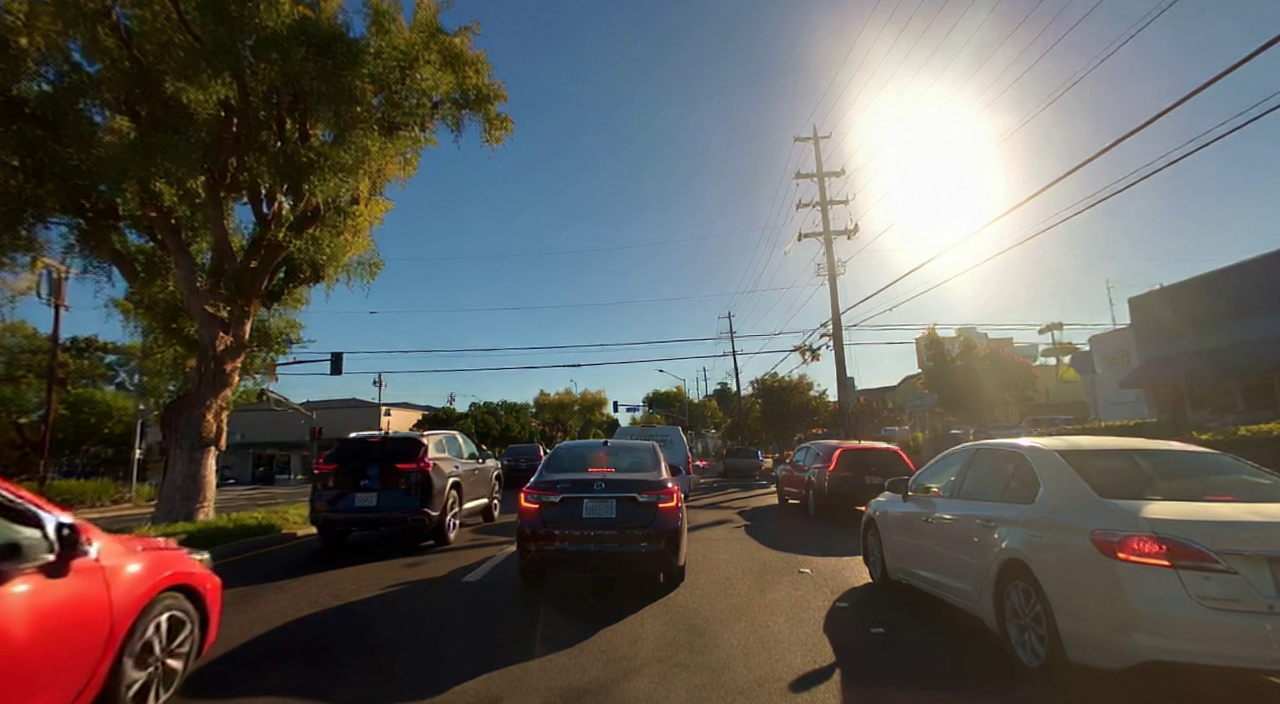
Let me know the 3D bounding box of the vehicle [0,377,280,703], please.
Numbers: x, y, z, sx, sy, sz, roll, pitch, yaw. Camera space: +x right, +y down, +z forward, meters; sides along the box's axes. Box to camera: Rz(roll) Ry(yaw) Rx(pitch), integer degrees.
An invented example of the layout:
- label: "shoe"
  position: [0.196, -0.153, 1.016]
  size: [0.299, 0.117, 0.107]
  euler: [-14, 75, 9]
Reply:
- label: "vehicle"
  position: [-2.865, 0.693, 0.954]
  size: [1.984, 1.496, 4.530]
  euler: [0, -9, 0]

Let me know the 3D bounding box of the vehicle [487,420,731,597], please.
- label: "vehicle"
  position: [-0.313, 1.637, 7.422]
  size: [2.097, 1.511, 3.809]
  euler: [0, -9, -2]

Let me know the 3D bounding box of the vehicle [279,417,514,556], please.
- label: "vehicle"
  position: [-3.414, 1.972, 9.942]
  size: [1.979, 1.697, 4.254]
  euler: [0, -9, 0]

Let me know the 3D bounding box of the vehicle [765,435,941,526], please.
- label: "vehicle"
  position: [3.934, 2.446, 12.594]
  size: [1.909, 1.473, 4.361]
  euler: [0, -9, -1]

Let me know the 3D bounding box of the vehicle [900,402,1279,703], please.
- label: "vehicle"
  position: [3.666, 1.190, 4.189]
  size: [1.929, 1.479, 4.723]
  euler: [0, -9, 1]
